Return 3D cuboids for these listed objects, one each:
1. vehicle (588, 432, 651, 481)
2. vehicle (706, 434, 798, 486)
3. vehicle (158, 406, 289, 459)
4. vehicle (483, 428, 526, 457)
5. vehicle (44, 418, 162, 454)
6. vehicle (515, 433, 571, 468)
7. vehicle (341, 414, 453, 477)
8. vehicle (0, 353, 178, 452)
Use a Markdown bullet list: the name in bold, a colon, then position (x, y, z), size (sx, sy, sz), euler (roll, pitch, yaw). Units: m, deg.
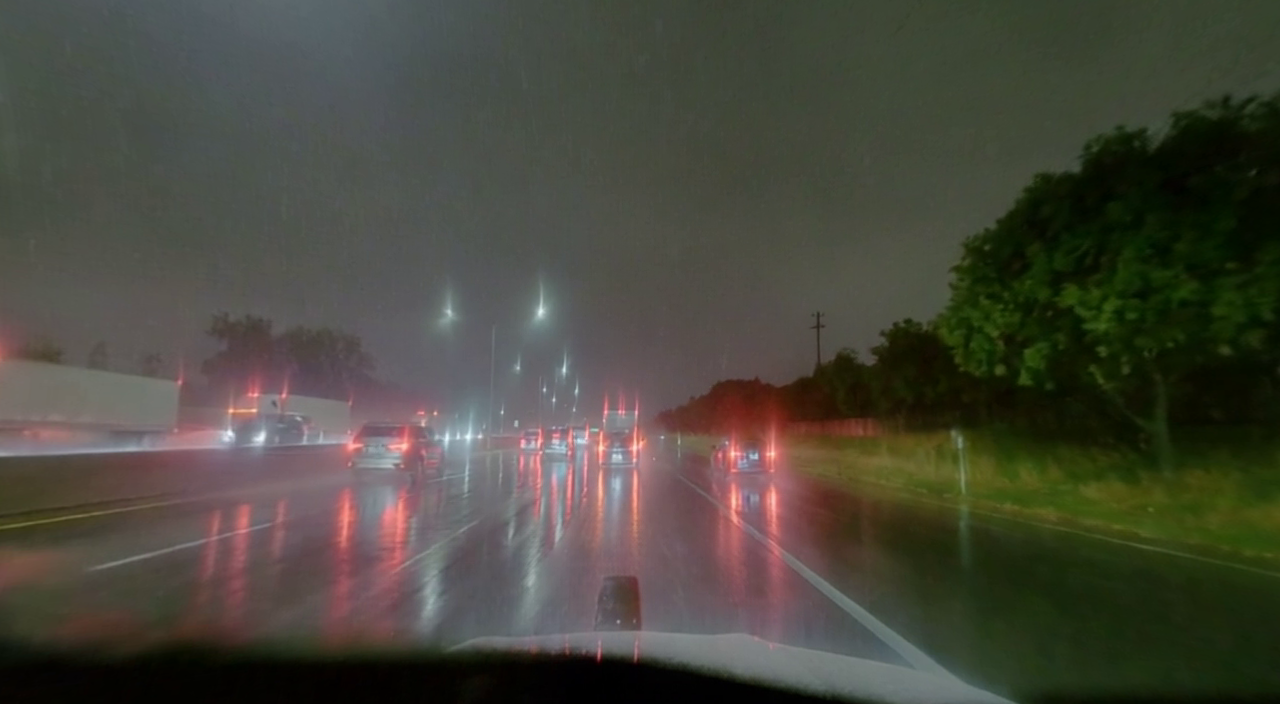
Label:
- **vehicle**: position (-0.688, 3.503, 21.475), size (1.980, 1.478, 3.758), euler (0, -8, -1)
- **vehicle**: position (3.503, 3.433, 20.525), size (1.981, 1.474, 4.396), euler (0, -8, -3)
- **vehicle**: position (-15.220, 2.995, 23.314), size (1.919, 1.761, 4.413), euler (0, -8, -2)
- **vehicle**: position (-9.017, 6.085, 42.297), size (1.992, 1.838, 4.493), euler (0, -8, -1)
- **vehicle**: position (-23.270, 3.671, 27.459), size (1.773, 1.462, 3.985), euler (0, -8, -3)
- **vehicle**: position (-4.515, 4.653, 30.022), size (2.046, 1.493, 4.384), euler (0, -8, -1)
- **vehicle**: position (-8.343, 3.260, 22.159), size (2.158, 1.943, 4.662), euler (0, -8, -1)
- **vehicle**: position (-27.671, 2.476, 28.752), size (2.852, 4.024, 14.120), euler (0, -8, -2)
